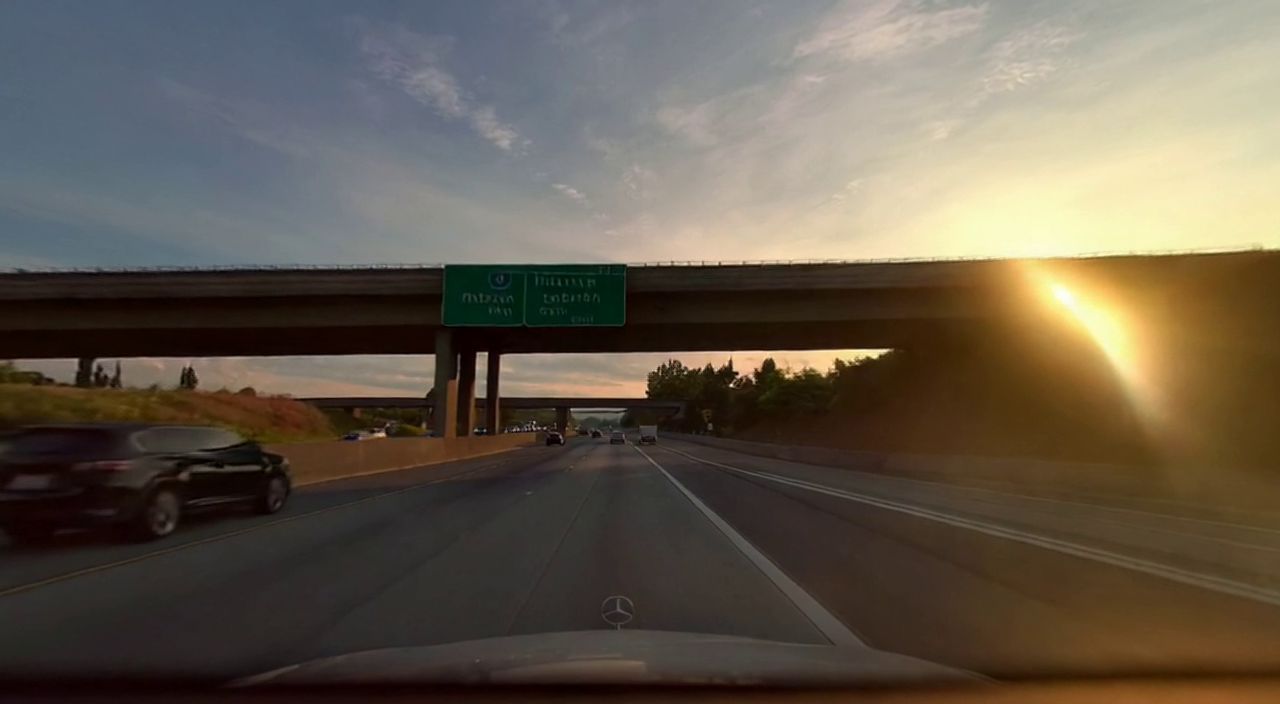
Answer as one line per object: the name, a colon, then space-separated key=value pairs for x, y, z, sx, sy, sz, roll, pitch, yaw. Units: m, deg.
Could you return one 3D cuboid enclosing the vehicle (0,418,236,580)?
vehicle: x=-7.207 y=1.564 z=7.215 sx=2.216 sy=1.522 sz=4.412 roll=0 pitch=-7 yaw=-1
